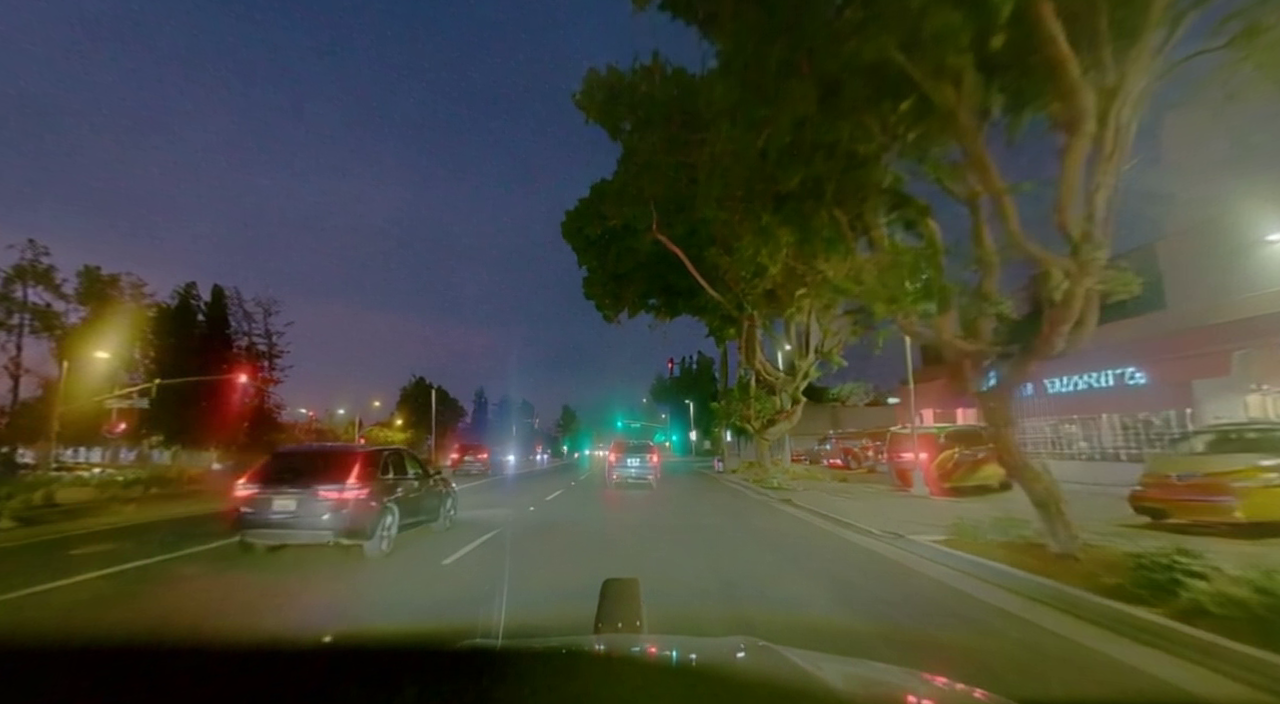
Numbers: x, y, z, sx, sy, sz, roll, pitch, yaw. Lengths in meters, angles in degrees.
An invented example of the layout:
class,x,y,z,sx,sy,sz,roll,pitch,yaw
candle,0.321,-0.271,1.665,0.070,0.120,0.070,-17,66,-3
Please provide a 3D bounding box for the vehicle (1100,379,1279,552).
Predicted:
class,x,y,z,sx,sy,sz,roll,pitch,yaw
vehicle,9.058,1.086,7.459,5.501,1.720,2.257,-4,-8,-4

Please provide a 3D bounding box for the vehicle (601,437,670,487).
class,x,y,z,sx,sy,sz,roll,pitch,yaw
vehicle,-0.196,3.575,20.786,2.061,1.469,3.954,0,-8,-2

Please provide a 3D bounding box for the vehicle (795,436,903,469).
class,x,y,z,sx,sy,sz,roll,pitch,yaw
vehicle,10.164,4.909,30.945,4.619,1.523,1.873,0,-8,2

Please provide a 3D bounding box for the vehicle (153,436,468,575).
class,x,y,z,sx,sy,sz,roll,pitch,yaw
vehicle,-4.159,1.991,9.164,1.973,1.456,4.850,0,-8,0

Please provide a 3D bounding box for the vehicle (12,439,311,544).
class,x,y,z,sx,sy,sz,roll,pitch,yaw
vehicle,-7.896,2.292,11.109,2.009,1.470,4.179,0,-8,-1

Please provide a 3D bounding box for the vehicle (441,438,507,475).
class,x,y,z,sx,sy,sz,roll,pitch,yaw
vehicle,-8.109,5.147,31.292,2.038,1.649,4.665,0,-8,0
